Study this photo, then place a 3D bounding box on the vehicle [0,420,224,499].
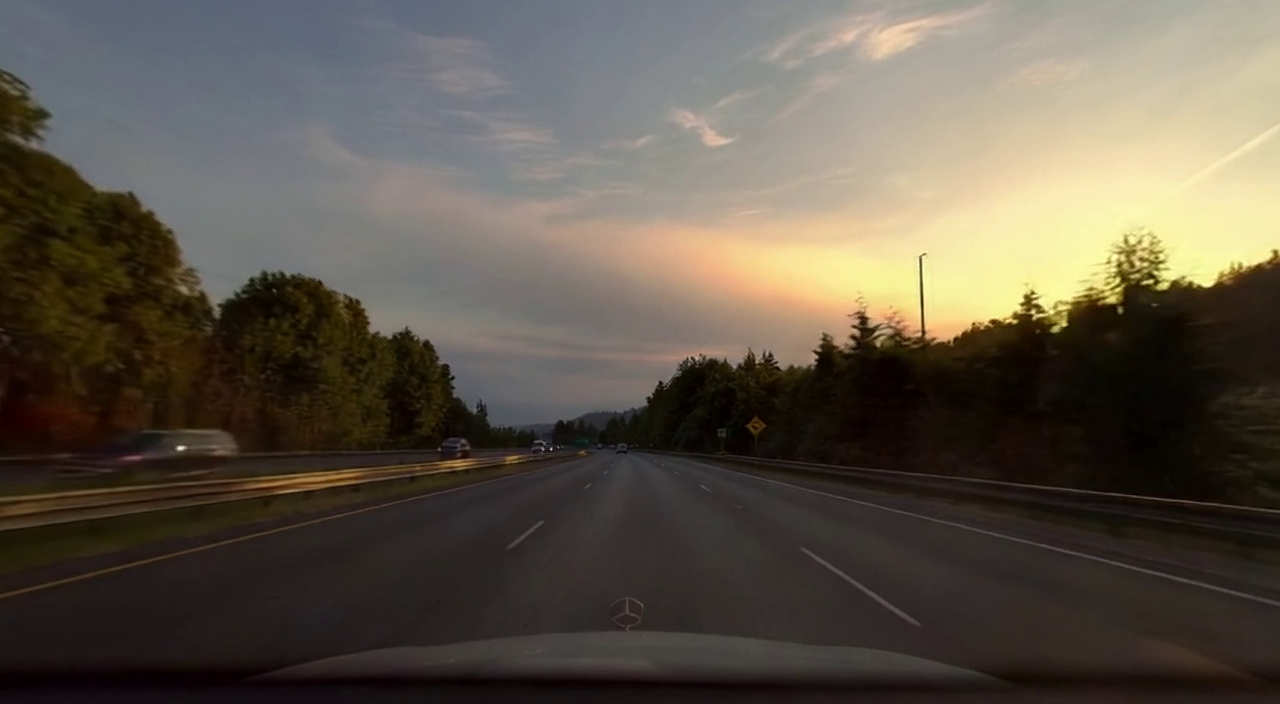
[{"bbox_3d":[-11.894,2.407,14.297,2.041,1.513,4.136,0,-9,0],"label":"vehicle"}]
